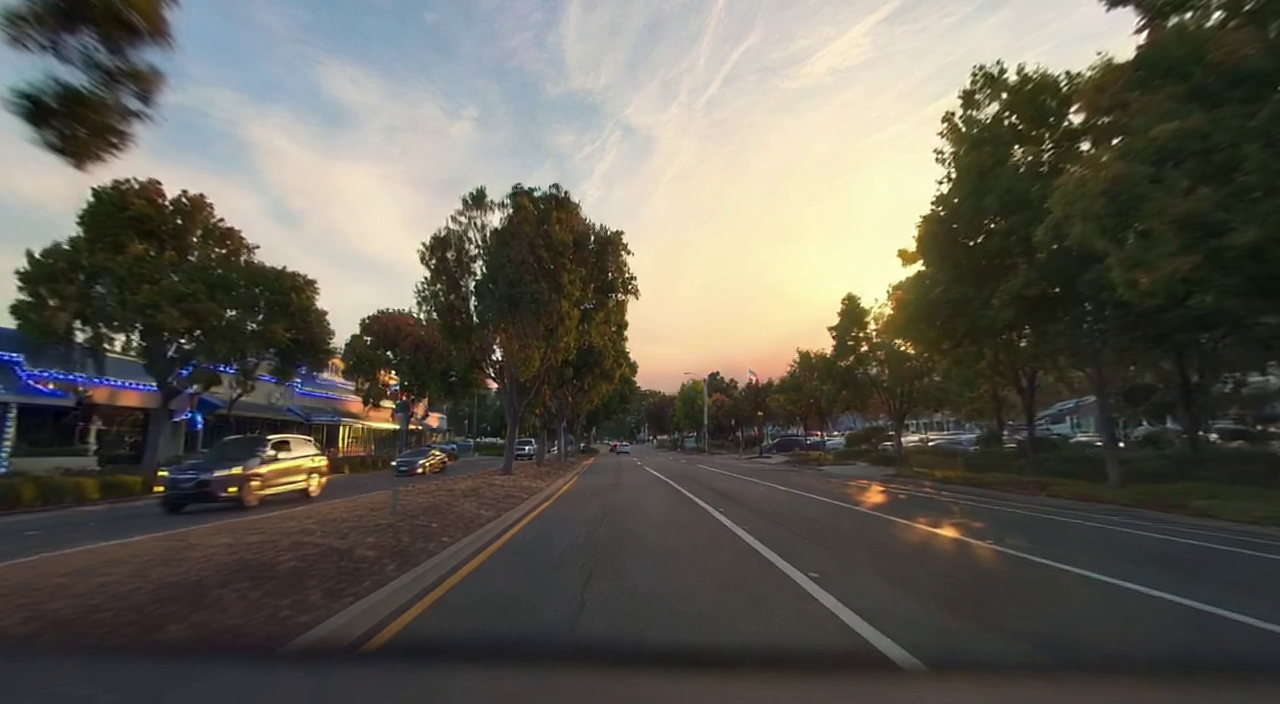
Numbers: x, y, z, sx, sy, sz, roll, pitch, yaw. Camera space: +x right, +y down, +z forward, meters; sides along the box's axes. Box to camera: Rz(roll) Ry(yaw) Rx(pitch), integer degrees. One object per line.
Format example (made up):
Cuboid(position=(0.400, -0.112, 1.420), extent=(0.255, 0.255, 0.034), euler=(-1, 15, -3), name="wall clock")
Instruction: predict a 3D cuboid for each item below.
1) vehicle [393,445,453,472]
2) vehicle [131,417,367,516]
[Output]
Cuboid(position=(-12.352, 6.053, 36.114), extent=(1.874, 1.407, 4.606), euler=(0, -8, -1), name="vehicle")
Cuboid(position=(-8.323, 2.488, 14.220), extent=(2.139, 1.819, 5.043), euler=(0, -8, -1), name="vehicle")
